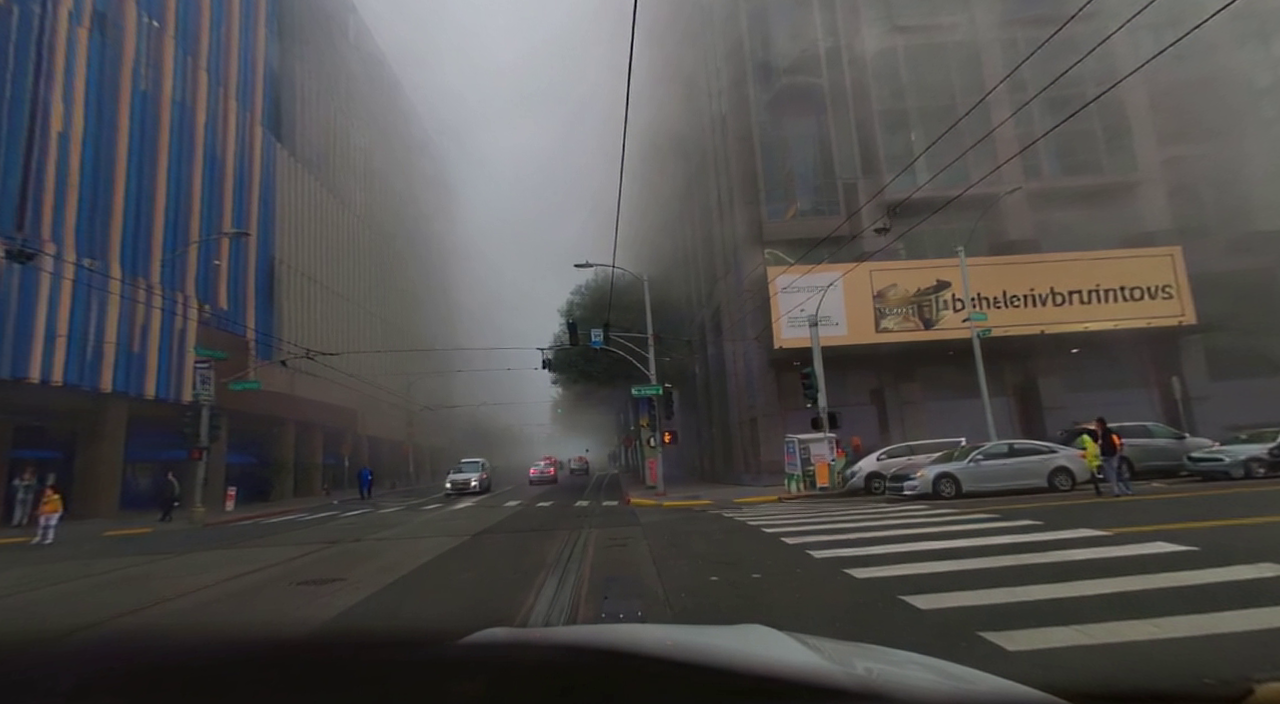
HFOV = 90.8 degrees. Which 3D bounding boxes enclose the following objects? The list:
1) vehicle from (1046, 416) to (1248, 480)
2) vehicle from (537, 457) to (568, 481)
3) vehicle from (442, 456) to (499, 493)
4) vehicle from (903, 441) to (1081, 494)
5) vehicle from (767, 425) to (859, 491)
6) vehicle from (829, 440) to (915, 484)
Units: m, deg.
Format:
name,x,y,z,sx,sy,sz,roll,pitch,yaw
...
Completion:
name,x,y,z,sx,sy,sz,roll,pitch,yaw
vehicle,16.311,3.119,20.494,4.944,1.946,1.952,1,-8,-4
vehicle,-5.935,7.990,43.315,1.797,1.490,4.549,0,-9,-4
vehicle,-9.306,6.718,35.075,2.121,1.792,4.510,0,-9,-3
vehicle,10.958,3.586,19.844,4.697,1.510,1.596,0,-9,-6
vehicle,6.898,4.225,25.817,2.316,2.425,4.466,1,-7,-3
vehicle,9.459,4.548,26.123,1.856,1.627,4.098,1,-10,-2
